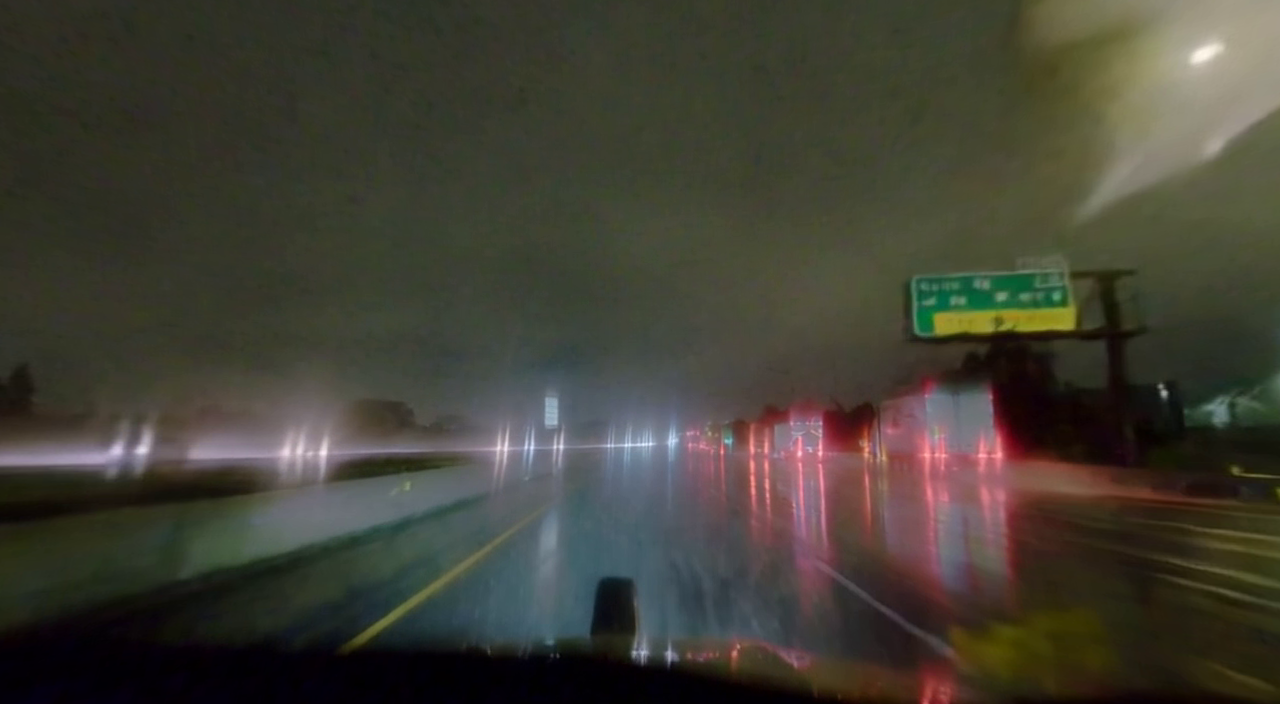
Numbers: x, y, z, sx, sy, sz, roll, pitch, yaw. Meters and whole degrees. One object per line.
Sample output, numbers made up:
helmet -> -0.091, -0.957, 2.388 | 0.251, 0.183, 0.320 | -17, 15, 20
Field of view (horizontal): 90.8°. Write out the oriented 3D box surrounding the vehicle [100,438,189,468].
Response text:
vehicle -> -33.669, 6.871, 43.157 | 2.047, 1.865, 4.880 | 0, -8, 0
